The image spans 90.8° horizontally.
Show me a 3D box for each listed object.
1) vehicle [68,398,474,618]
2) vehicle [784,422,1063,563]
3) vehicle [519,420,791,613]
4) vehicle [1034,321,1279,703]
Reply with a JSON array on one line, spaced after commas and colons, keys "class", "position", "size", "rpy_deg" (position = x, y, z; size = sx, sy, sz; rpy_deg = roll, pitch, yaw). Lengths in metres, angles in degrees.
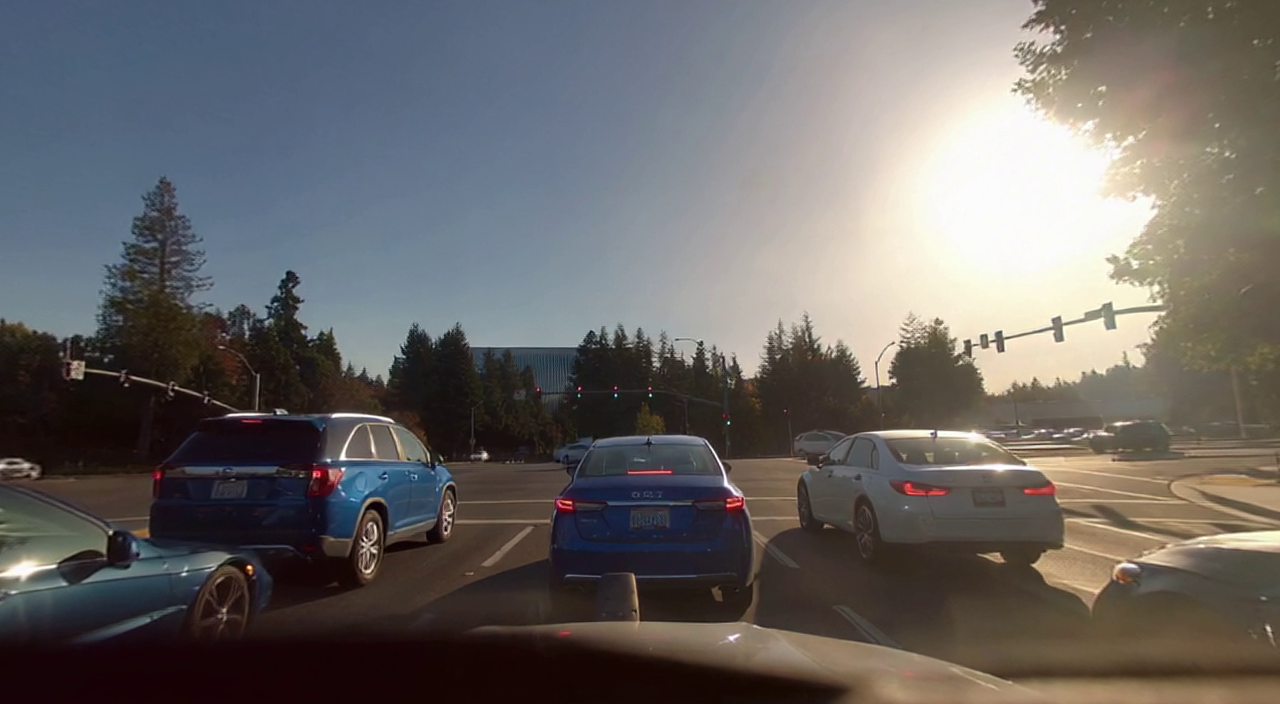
[{"class": "vehicle", "position": [-3.416, 1.525, 7.070], "size": [1.958, 1.693, 4.242], "rpy_deg": [0, -9, 0]}, {"class": "vehicle", "position": [3.532, 1.838, 8.990], "size": [1.874, 1.487, 4.404], "rpy_deg": [0, -9, -1]}, {"class": "vehicle", "position": [0.062, 1.589, 7.022], "size": [2.114, 1.482, 4.056], "rpy_deg": [0, -9, -2]}, {"class": "vehicle", "position": [3.235, 0.608, 1.173], "size": [2.178, 1.691, 4.314], "rpy_deg": [0, -9, 0]}]
